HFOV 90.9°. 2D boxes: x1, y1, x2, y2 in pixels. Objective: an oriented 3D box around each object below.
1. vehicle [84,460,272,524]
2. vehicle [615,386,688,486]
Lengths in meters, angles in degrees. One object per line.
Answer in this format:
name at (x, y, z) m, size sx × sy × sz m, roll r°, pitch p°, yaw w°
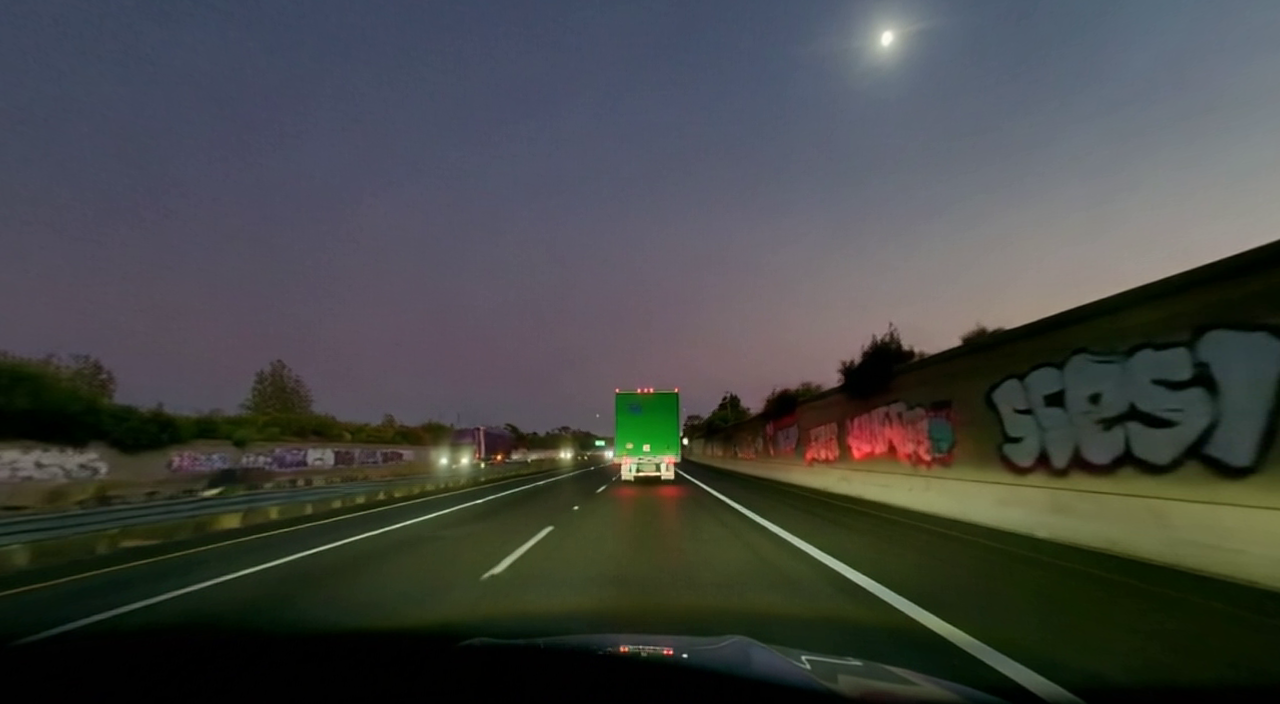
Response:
vehicle at (-12.085, 3.639, 16.915) m, size 1.795 × 1.426 × 4.297 m, roll 0°, pitch -9°, yaw -1°
vehicle at (0.362, 4.119, 30.088) m, size 2.900 × 3.955 × 10.151 m, roll 0°, pitch -9°, yaw -1°
